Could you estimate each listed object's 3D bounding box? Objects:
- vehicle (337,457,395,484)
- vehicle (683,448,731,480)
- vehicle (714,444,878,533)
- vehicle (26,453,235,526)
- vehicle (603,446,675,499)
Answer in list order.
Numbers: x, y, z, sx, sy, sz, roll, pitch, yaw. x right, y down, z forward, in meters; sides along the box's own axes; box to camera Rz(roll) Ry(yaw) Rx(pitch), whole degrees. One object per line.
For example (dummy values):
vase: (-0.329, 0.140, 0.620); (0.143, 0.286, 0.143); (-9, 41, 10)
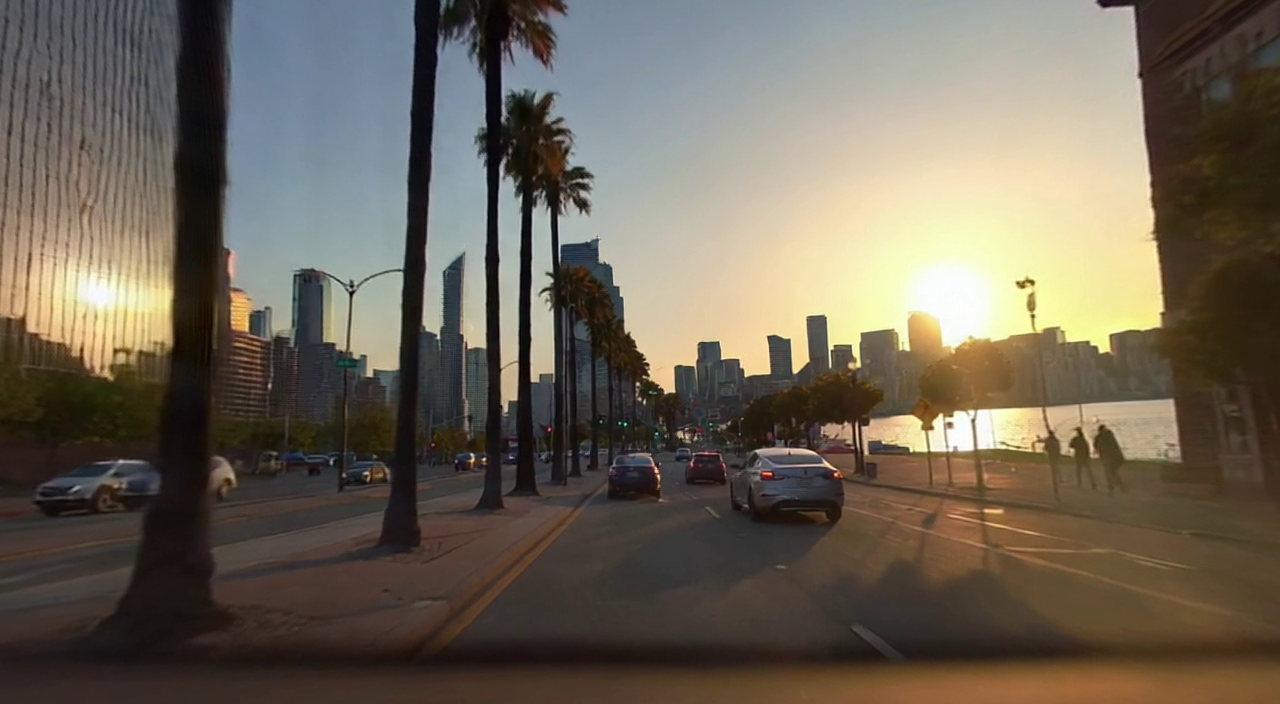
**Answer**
vehicle: (-17.913, 7.723, 41.308); (1.887, 1.569, 4.014); (0, -9, 2)
vehicle: (3.340, 5.660, 31.982); (2.115, 1.500, 3.524); (0, -9, 1)
vehicle: (2.987, 2.723, 13.356); (2.051, 1.509, 4.933); (0, -9, -2)
vehicle: (-14.693, 3.937, 18.670); (2.104, 1.802, 4.852); (0, -9, 0)
vehicle: (0.012, 3.783, 20.124); (2.077, 1.518, 3.760); (0, -9, 1)
